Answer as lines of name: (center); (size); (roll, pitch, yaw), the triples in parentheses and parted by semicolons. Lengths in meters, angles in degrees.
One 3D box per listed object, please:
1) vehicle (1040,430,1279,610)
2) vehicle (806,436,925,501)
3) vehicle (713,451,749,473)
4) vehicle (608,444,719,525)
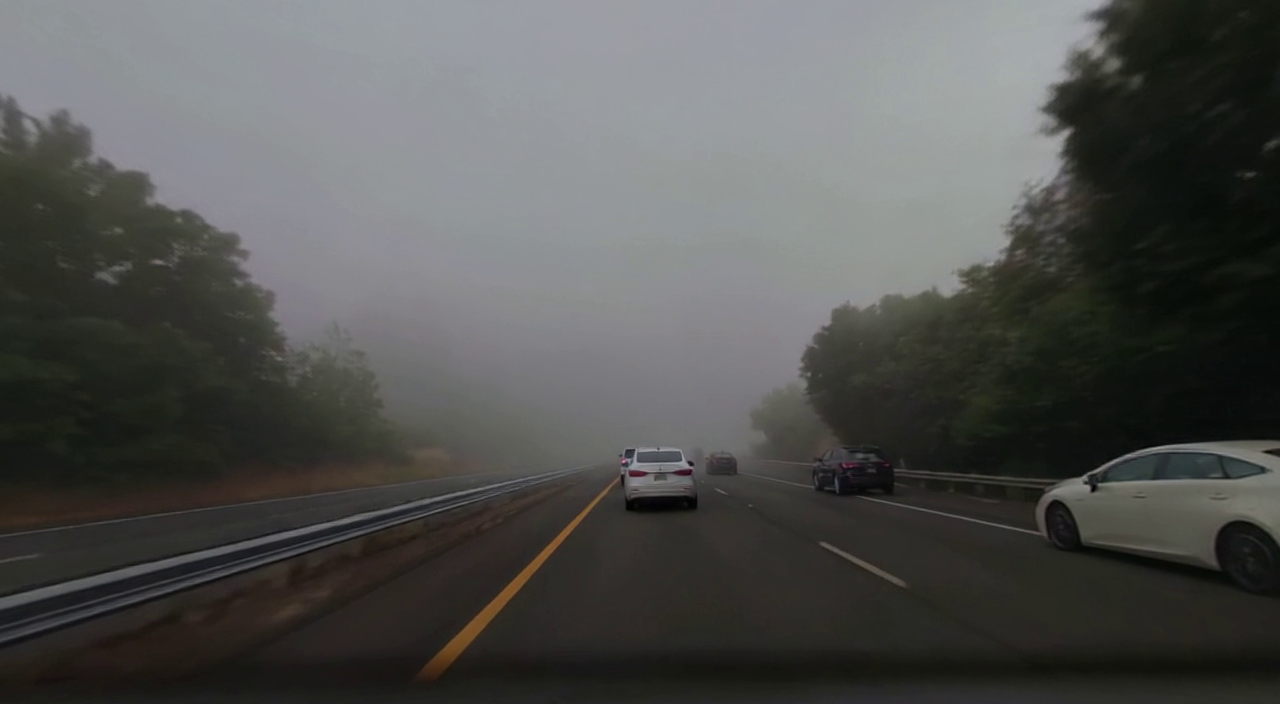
vehicle: (6.298, 1.548, 6.229); (1.965, 1.484, 4.090); (0, -9, 0)
vehicle: (6.635, 3.481, 19.138); (1.980, 1.702, 4.235); (0, -9, -1)
vehicle: (6.376, 7.743, 44.560); (1.921, 1.451, 3.841); (0, -9, -1)
vehicle: (0.437, 2.804, 13.804); (2.076, 1.485, 3.774); (0, -9, 0)
